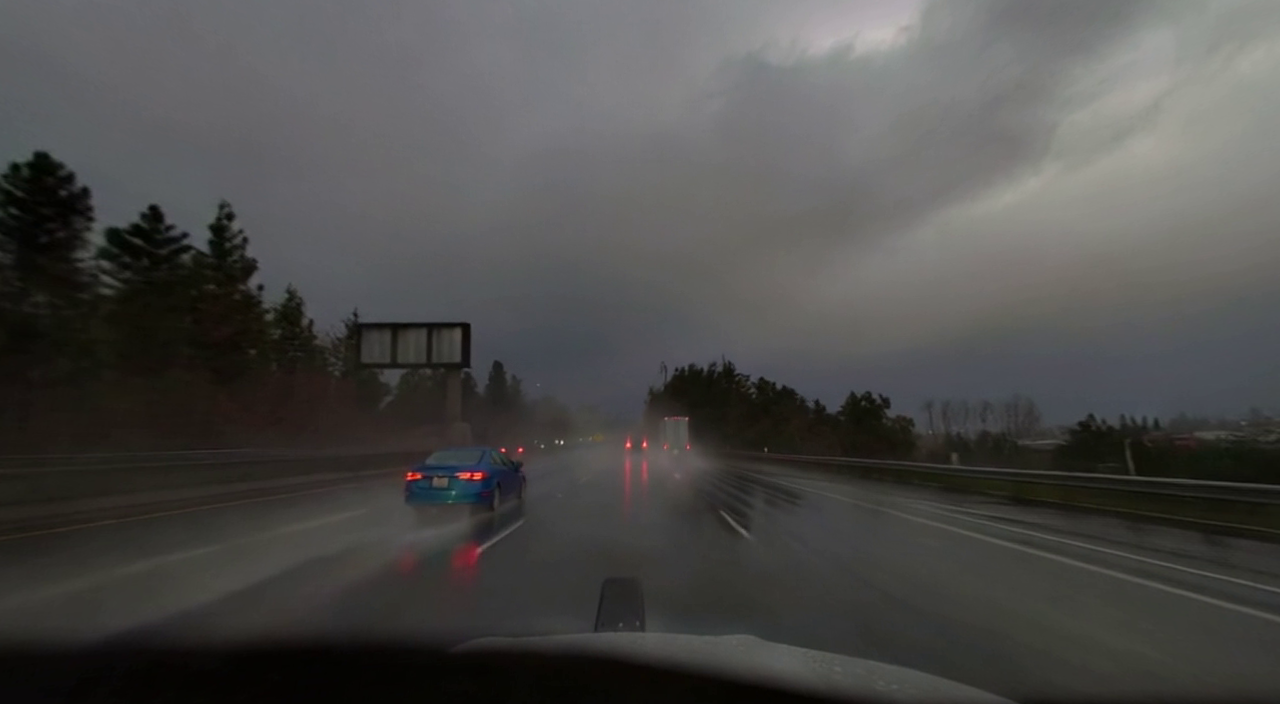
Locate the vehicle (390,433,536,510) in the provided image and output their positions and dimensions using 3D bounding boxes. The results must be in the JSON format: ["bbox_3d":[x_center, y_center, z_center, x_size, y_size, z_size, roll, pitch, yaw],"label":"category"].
[{"bbox_3d":[-3.837,2.672,14.609,2.090,1.487,4.276,-1,-8,1],"label":"vehicle"}]
